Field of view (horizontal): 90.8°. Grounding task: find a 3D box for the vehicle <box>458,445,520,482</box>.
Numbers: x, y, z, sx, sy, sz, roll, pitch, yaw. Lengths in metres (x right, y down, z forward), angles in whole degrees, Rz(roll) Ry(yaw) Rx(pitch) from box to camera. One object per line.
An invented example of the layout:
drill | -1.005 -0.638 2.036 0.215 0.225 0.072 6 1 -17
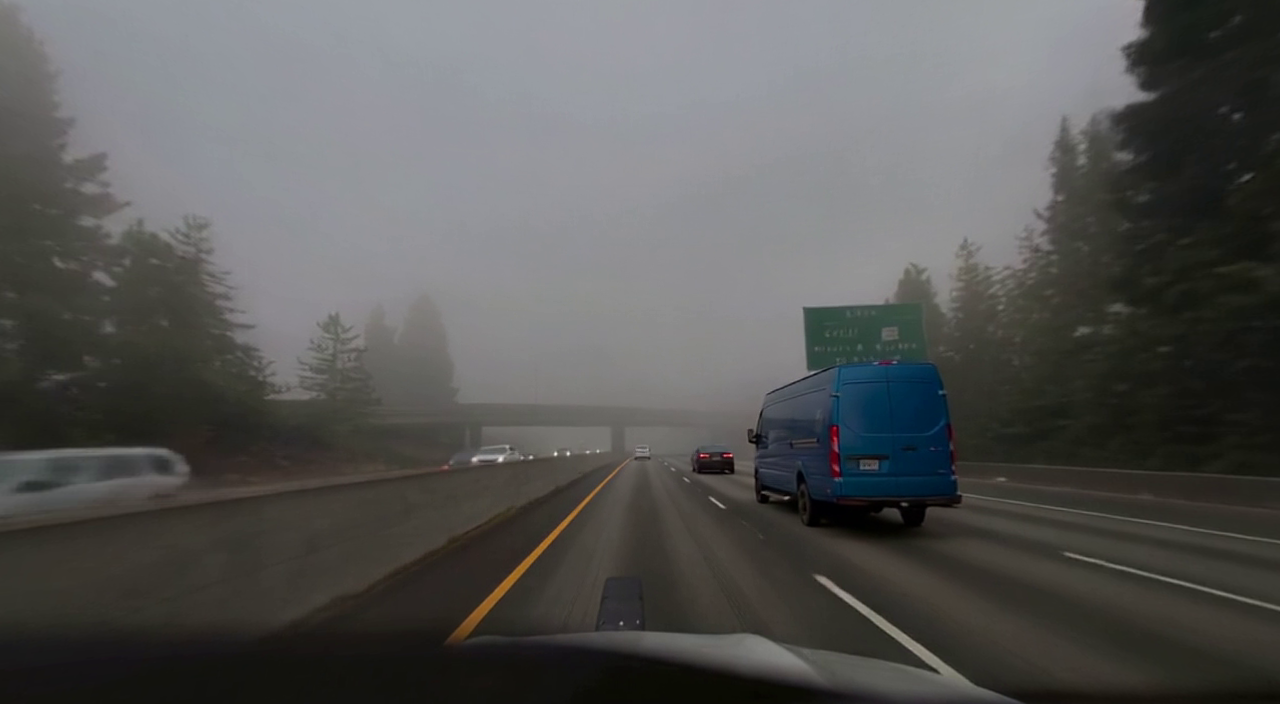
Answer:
vehicle | -8.014 5.995 34.173 1.909 1.821 5.661 0 -9 1

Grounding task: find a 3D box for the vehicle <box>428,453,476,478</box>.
vehicle | -11.298 6.822 38.115 1.629 1.339 4.110 0 -9 0

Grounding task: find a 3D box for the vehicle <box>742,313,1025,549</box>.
vehicle | 3.783 1.555 11.929 2.460 3.155 6.902 0 -9 -1

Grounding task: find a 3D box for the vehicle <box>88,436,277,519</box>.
vehicle | -14.611 3.991 20.709 2.215 2.322 5.175 0 -9 0

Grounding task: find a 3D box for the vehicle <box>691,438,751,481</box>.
vehicle | 3.516 4.769 28.147 2.009 1.731 4.149 0 -9 -1
